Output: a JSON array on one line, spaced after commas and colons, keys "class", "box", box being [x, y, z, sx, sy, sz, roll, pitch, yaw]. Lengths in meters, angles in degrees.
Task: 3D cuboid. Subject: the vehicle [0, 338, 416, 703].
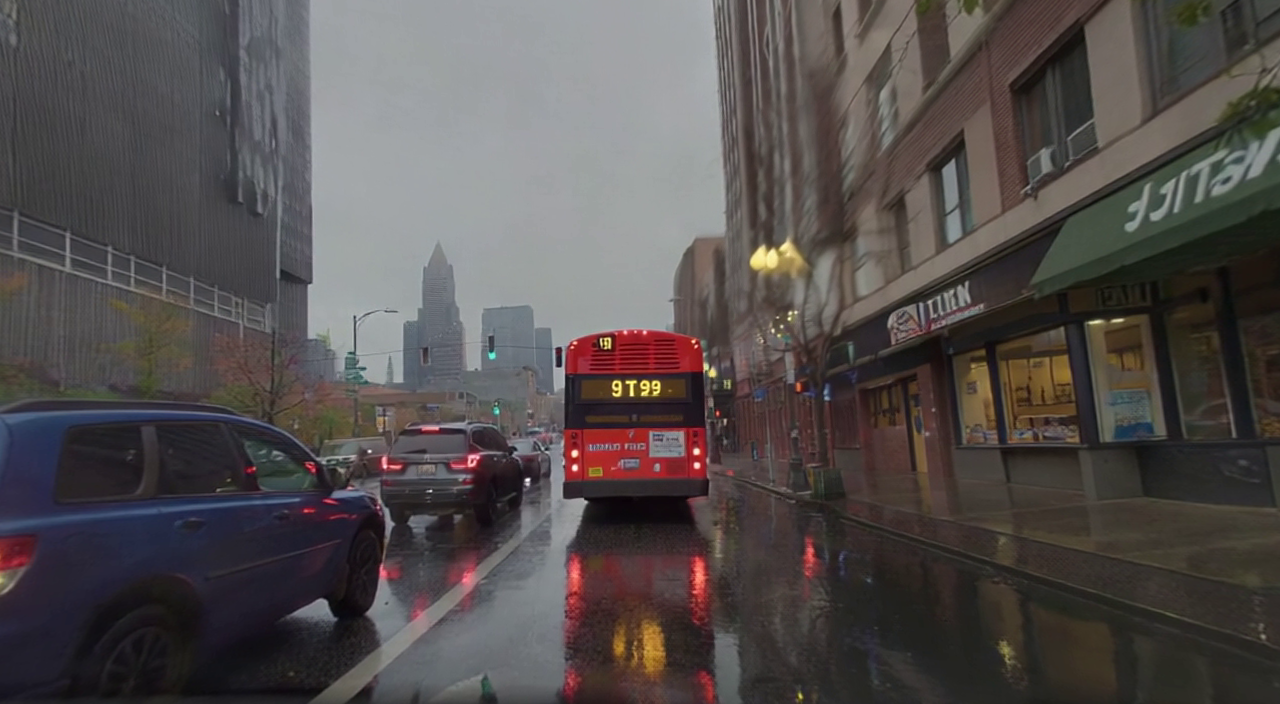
[{"class": "vehicle", "box": [-3.219, 1.093, 3.970, 2.020, 1.725, 4.384, 0, -8, 0]}]

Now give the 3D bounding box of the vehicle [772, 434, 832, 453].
[{"class": "vehicle", "box": [11.944, 6.742, 46.662, 3.949, 1.337, 1.738, 0, -9, -2]}]

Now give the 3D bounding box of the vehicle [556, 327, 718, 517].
[{"class": "vehicle", "box": [-0.301, 1.996, 16.584, 2.938, 3.468, 9.972, 0, -9, -3]}]

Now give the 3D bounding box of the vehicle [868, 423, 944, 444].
[{"class": "vehicle", "box": [19.824, 6.116, 47.204, 4.827, 1.555, 1.863, 1, -9, -6]}]

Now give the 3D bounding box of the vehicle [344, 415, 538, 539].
[{"class": "vehicle", "box": [-3.342, 2.207, 11.792, 2.096, 1.828, 4.669, 0, -8, 0]}]
